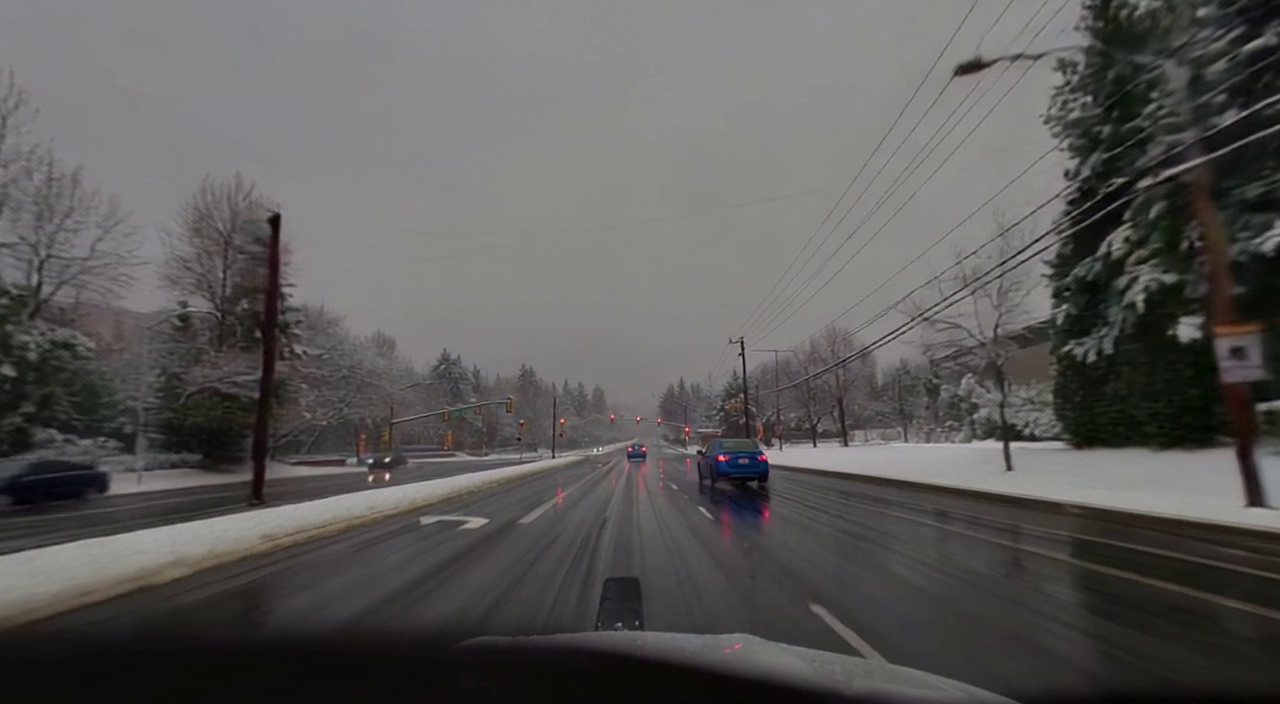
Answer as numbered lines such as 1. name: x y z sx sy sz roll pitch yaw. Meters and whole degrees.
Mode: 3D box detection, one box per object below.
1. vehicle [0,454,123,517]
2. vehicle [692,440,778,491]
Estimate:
1. vehicle: -20.259 4.349 20.931 1.969 1.818 4.889 0 -8 1
2. vehicle: 2.924 3.613 20.499 2.004 1.448 4.263 0 -9 -2
